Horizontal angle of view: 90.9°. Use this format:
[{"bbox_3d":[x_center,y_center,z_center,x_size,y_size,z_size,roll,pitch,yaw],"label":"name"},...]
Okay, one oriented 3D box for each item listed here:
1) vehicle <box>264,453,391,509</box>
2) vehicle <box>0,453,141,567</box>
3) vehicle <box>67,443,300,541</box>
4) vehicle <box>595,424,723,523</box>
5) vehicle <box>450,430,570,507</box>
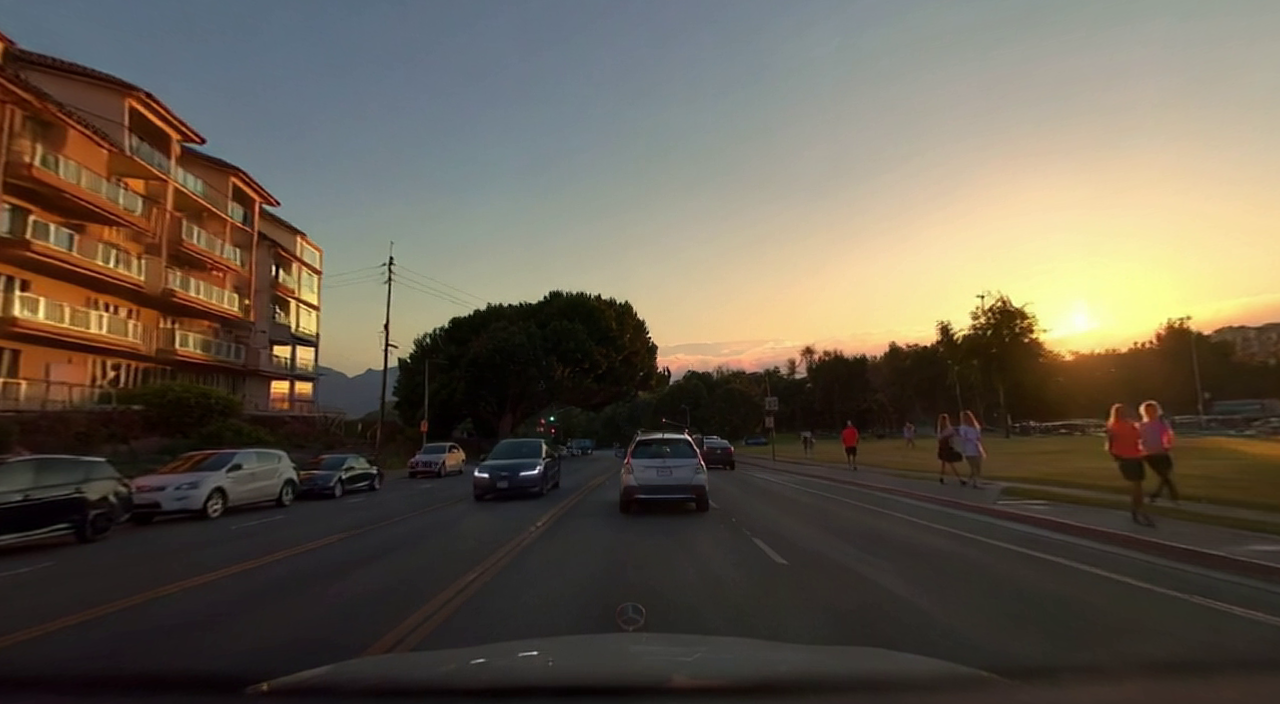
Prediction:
[{"bbox_3d":[-10.214,4.212,21.081,1.860,1.487,4.658,-1,-8,0],"label":"vehicle"},{"bbox_3d":[-10.449,2.421,9.741,1.869,1.647,4.281,-1,-9,1],"label":"vehicle"},{"bbox_3d":[-10.367,3.122,14.927,1.940,1.816,4.721,-1,-8,1],"label":"vehicle"},{"bbox_3d":[0.293,2.323,12.525,2.132,1.632,3.838,0,-9,0],"label":"vehicle"},{"bbox_3d":[-3.149,2.946,16.341,2.086,1.702,4.451,-1,-9,1],"label":"vehicle"}]
